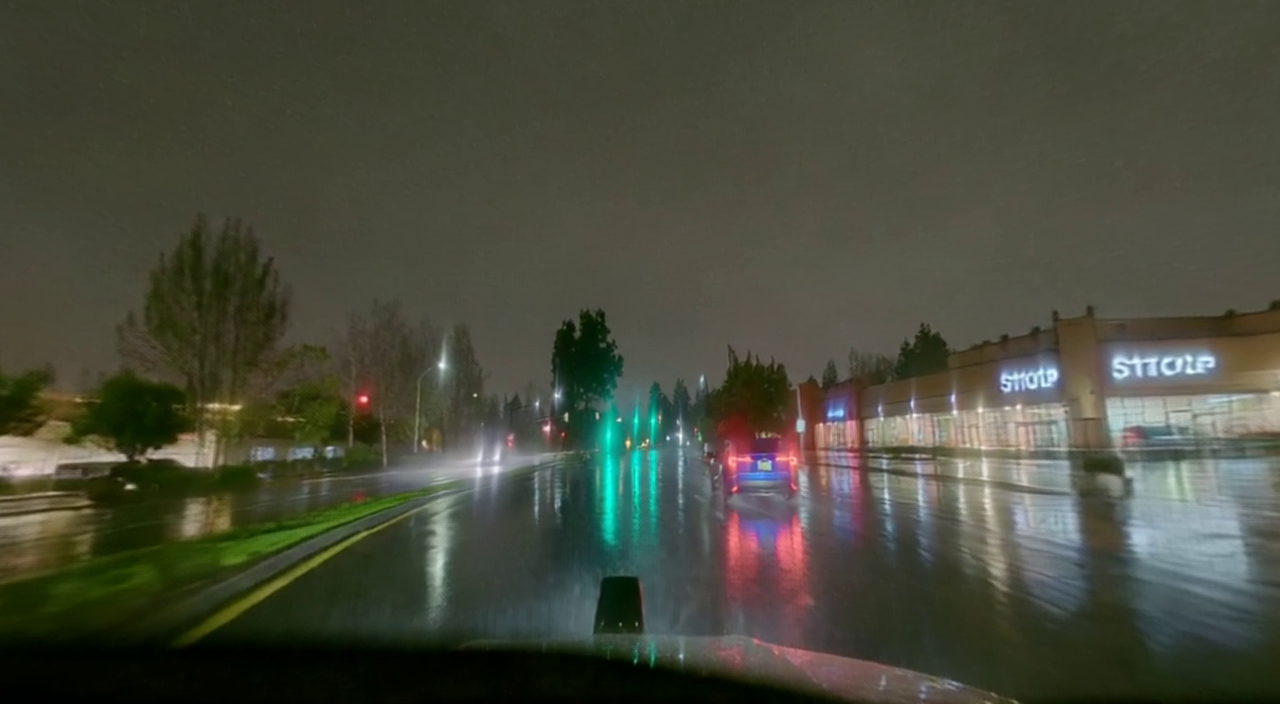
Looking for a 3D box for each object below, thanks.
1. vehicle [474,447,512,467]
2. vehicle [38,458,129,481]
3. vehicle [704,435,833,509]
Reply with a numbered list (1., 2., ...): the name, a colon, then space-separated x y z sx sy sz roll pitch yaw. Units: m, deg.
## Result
1. vehicle: -11.536 8.260 49.704 1.944 1.512 4.278 0 -8 1
2. vehicle: -41.080 8.652 46.525 4.663 1.593 1.913 1 -9 -4
3. vehicle: 2.820 2.751 14.930 2.015 1.479 4.444 0 -8 -1
